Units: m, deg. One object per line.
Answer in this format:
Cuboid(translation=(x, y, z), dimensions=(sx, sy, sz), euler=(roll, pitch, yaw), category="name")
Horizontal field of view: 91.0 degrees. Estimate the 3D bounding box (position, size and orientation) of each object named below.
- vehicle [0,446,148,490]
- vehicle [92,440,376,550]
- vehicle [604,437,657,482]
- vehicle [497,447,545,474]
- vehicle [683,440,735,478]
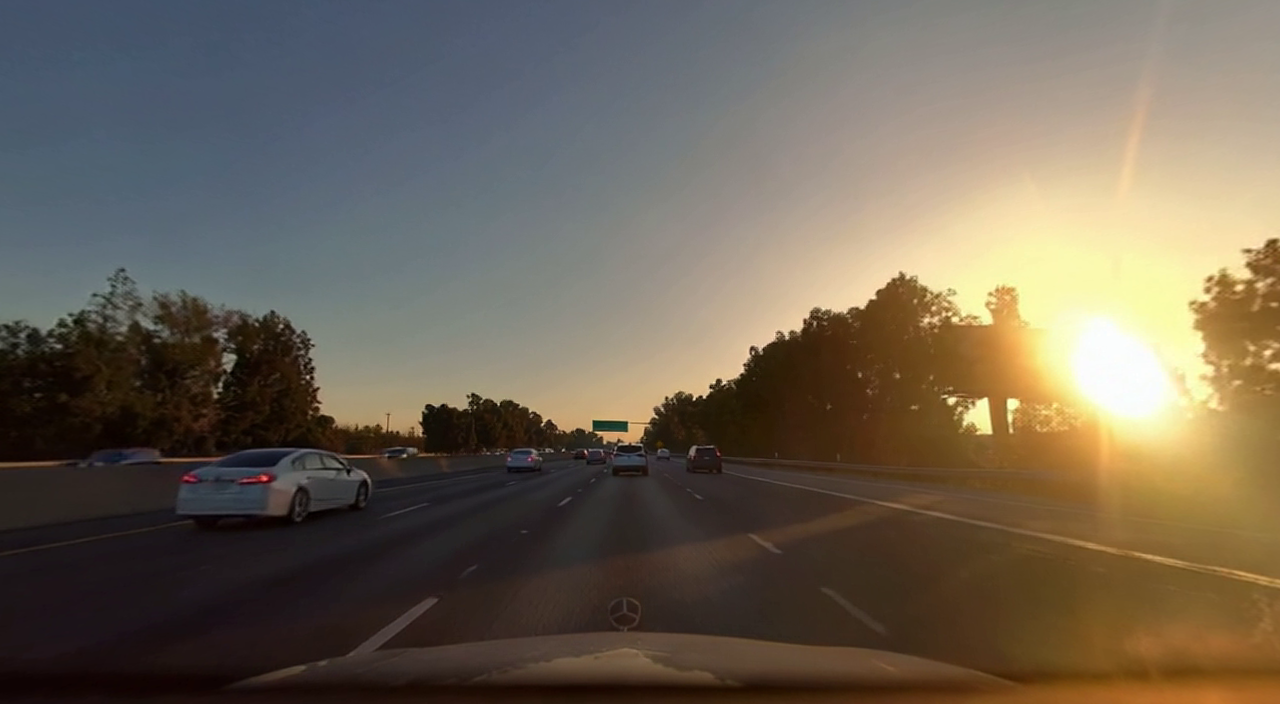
Cuboid(translation=(-22.467, 4.580, 25.233), dimensions=(1.872, 1.576, 4.421), euler=(0, -8, 0), category="vehicle")
Cuboid(translation=(-6.668, 2.352, 11.198), dimensions=(1.918, 1.509, 4.736), euler=(0, -8, 0), category="vehicle")
Cuboid(translation=(-0.408, 4.684, 27.762), dimensions=(2.127, 1.749, 4.776), euler=(0, -8, 0), category="vehicle")
Cuboid(translation=(-6.997, 6.379, 37.388), dimensions=(1.892, 1.468, 4.792), euler=(0, -8, 0), category="vehicle")
Cuboid(translation=(3.304, 5.217, 30.987), dimensions=(1.925, 1.716, 4.378), euler=(0, -8, -2), category="vehicle")
